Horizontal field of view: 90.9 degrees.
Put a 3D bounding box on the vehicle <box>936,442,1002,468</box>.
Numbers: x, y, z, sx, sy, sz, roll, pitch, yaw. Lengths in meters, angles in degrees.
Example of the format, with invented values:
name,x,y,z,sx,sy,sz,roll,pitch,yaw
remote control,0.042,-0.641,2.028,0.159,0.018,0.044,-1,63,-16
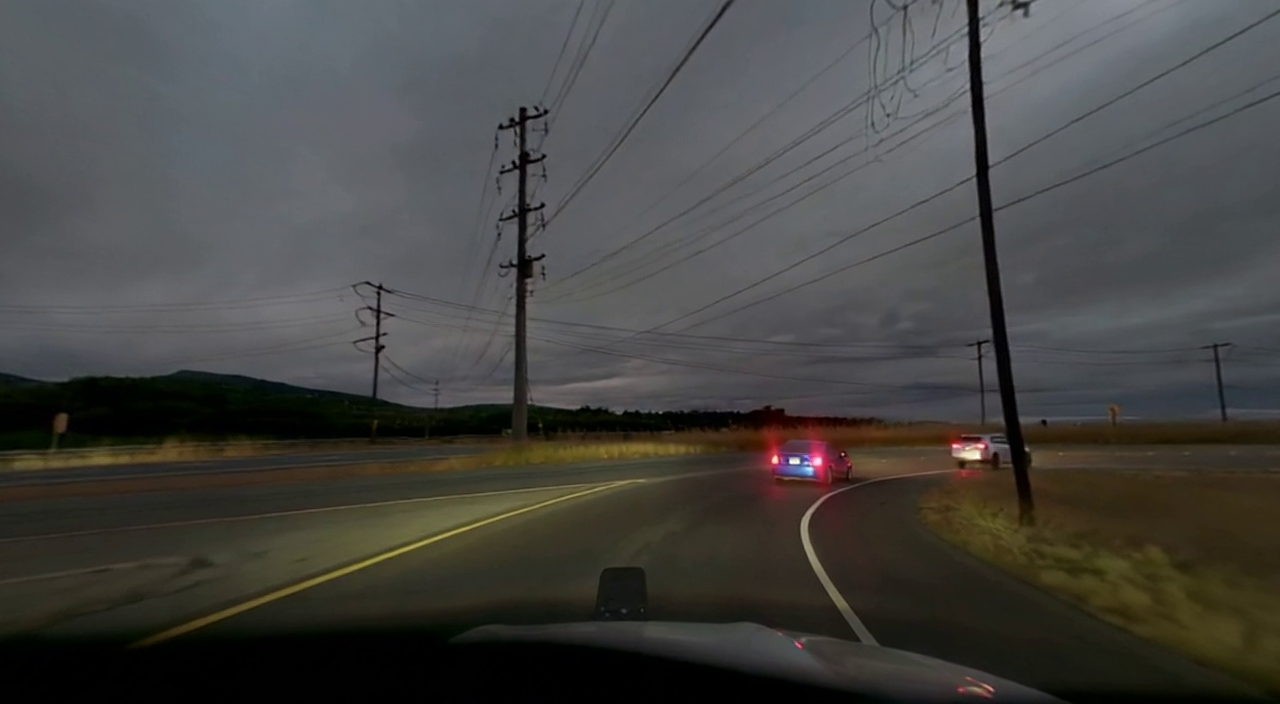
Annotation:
name,x,y,z,sx,sy,sz,roll,pitch,yaw
vehicle,20.342,6.322,38.915,4.307,1.465,1.836,6,-11,-37

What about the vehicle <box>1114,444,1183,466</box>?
name,x,y,z,sx,sy,sz,roll,pitch,yaw
vehicle,37.979,7.683,47.076,4.102,1.552,1.931,2,-9,-17

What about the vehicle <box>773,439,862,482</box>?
name,x,y,z,sx,sy,sz,roll,pitch,yaw
vehicle,6.595,3.929,23.128,2.026,1.407,4.374,-6,-10,30
